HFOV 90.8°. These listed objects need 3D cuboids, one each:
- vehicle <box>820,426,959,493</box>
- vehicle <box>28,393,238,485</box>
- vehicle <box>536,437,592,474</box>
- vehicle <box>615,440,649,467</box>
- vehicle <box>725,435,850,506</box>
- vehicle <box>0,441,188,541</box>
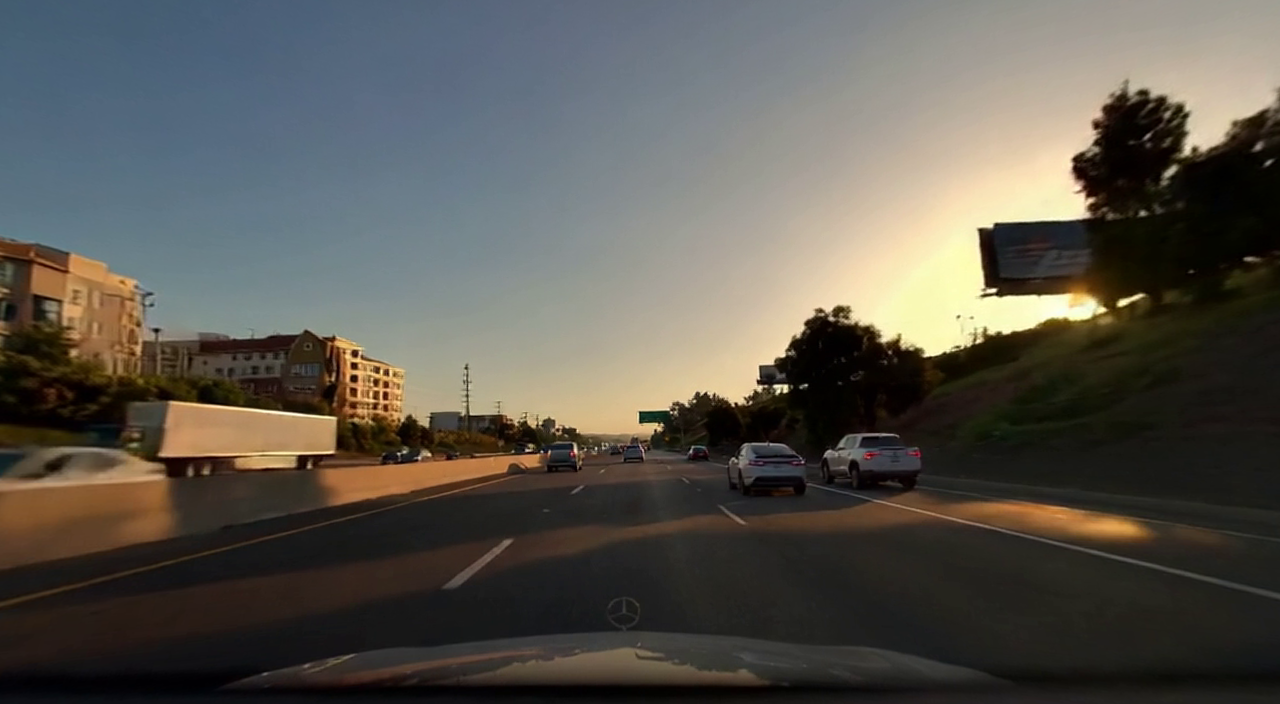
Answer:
[{"bbox_3d":[7.420,3.258,19.487,2.176,1.793,4.841,0,-9,-2],"label":"vehicle"},{"bbox_3d":[-25.955,4.621,33.348,3.387,4.158,9.190,0,-9,-1],"label":"vehicle"},{"bbox_3d":[-3.791,5.293,32.520,2.256,1.756,4.745,0,-9,0],"label":"vehicle"},{"bbox_3d":[-0.525,6.771,42.269,2.191,1.685,4.015,0,-9,0],"label":"vehicle"},{"bbox_3d":[3.493,2.911,15.962,1.987,1.509,4.512,0,-9,-1],"label":"vehicle"},{"bbox_3d":[-10.871,2.404,11.420,1.960,1.528,4.643,0,-9,-1],"label":"vehicle"}]
